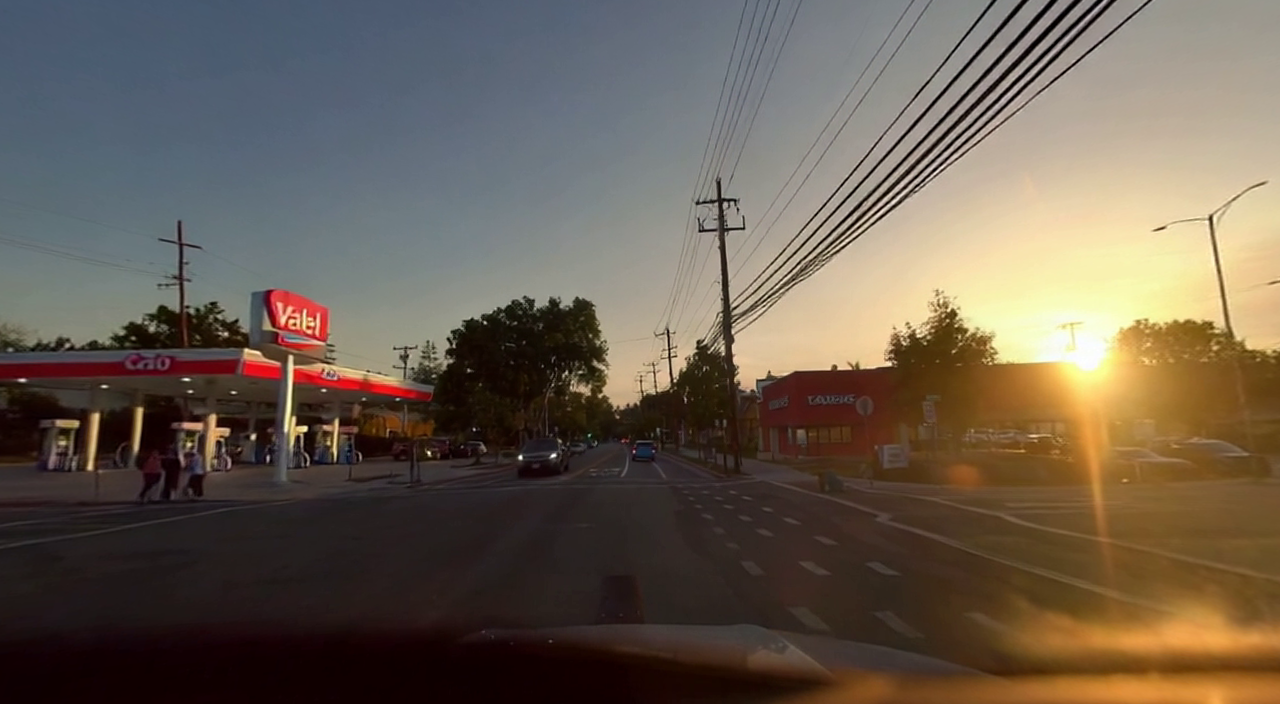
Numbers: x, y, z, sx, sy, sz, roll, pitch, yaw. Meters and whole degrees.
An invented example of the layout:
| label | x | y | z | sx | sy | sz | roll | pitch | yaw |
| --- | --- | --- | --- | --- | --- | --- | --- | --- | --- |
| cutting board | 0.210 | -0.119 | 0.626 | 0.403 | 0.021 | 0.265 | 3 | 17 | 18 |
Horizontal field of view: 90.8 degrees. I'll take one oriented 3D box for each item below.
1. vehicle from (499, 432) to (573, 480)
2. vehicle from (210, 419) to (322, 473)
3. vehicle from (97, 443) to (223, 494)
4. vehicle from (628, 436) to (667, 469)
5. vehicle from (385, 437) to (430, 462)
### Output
| label | x | y | z | sx | sy | sz | roll | pitch | yaw |
| --- | --- | --- | --- | --- | --- | --- | --- | --- | --- |
| vehicle | -4.331 | 4.420 | 27.159 | 2.274 | 1.844 | 4.843 | 0 | -8 | 1 |
| vehicle | -17.545 | 4.437 | 30.002 | 2.499 | 2.309 | 4.613 | 0 | -8 | -1 |
| vehicle | -15.878 | 3.747 | 20.794 | 5.116 | 1.487 | 1.928 | -7 | -10 | 37 |
| vehicle | 0.340 | 5.376 | 34.094 | 2.000 | 1.663 | 4.271 | 0 | -8 | -1 |
| vehicle | -17.281 | 7.252 | 47.186 | 1.890 | 1.761 | 4.578 | 0 | -8 | -3 |
